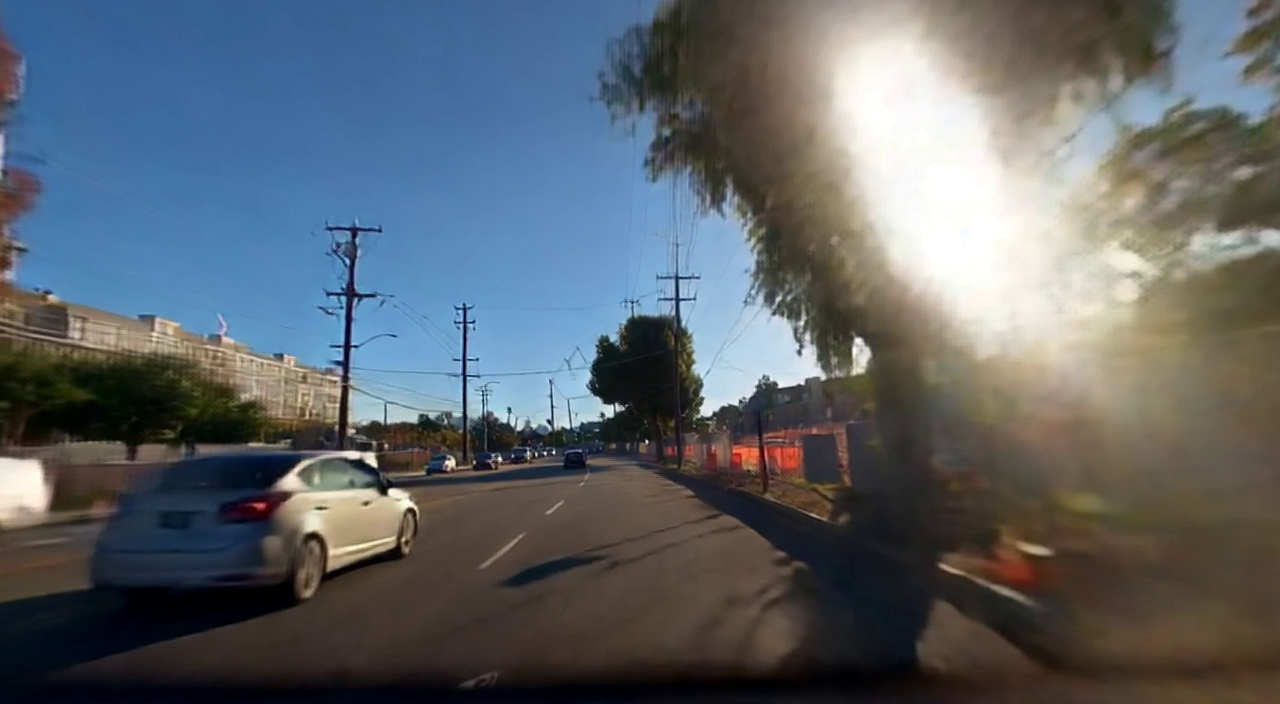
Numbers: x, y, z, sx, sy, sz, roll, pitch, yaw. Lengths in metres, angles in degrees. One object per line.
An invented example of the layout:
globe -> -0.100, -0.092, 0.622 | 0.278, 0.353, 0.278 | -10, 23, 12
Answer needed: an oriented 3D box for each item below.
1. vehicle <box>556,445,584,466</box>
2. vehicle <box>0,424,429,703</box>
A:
vehicle -> -5.405, 8.055, 49.102 | 1.992, 1.515, 4.289 | 1, -9, -5
vehicle -> -3.616, 1.436, 5.352 | 2.020, 1.489, 4.469 | 0, -9, 1
